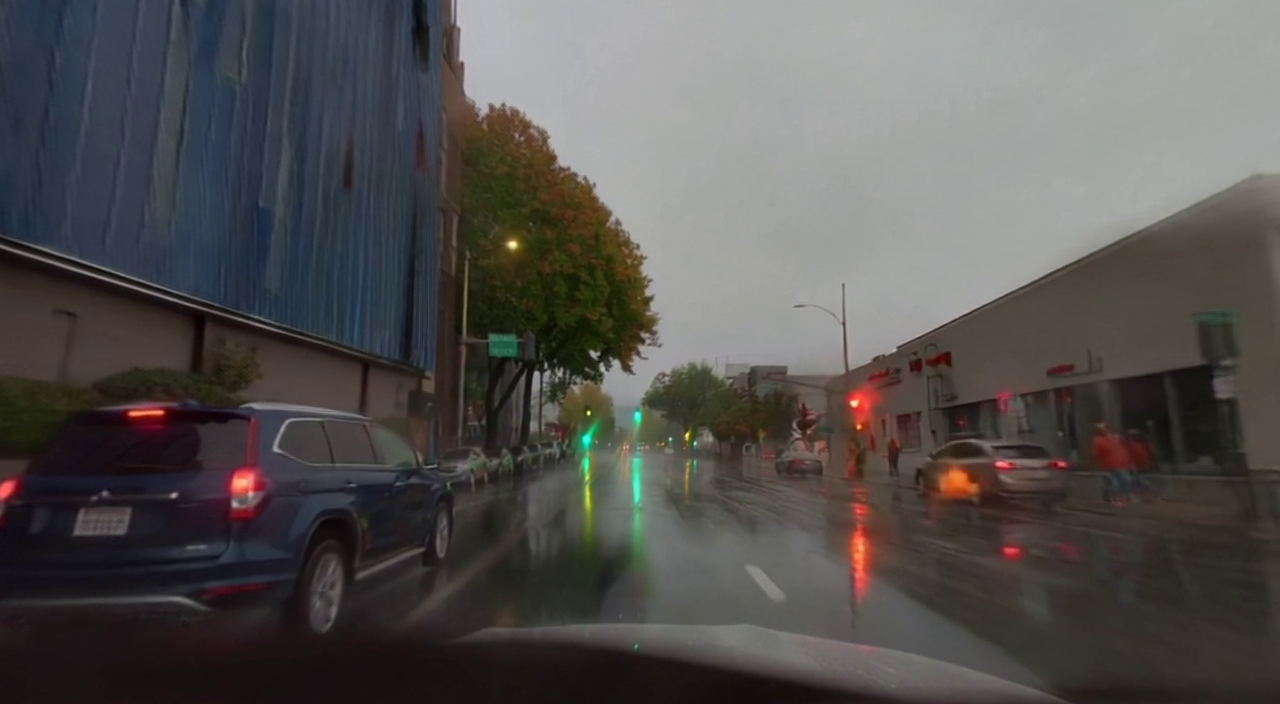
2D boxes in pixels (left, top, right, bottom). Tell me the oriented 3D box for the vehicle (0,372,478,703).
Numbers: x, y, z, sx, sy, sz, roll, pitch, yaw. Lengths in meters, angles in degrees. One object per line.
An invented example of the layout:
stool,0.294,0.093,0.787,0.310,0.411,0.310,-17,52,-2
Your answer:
vehicle,-3.030,1.304,5.577,2.002,1.756,4.366,0,-8,0

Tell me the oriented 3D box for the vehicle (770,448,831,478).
vehicle,8.694,6.037,34.649,1.954,1.478,4.625,0,-8,-2

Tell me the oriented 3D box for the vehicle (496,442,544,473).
vehicle,-6.947,6.141,37.123,1.848,1.710,4.354,-1,-8,2

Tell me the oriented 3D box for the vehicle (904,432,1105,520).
vehicle,9.250,3.154,16.822,2.129,1.929,5.537,-1,-8,1
